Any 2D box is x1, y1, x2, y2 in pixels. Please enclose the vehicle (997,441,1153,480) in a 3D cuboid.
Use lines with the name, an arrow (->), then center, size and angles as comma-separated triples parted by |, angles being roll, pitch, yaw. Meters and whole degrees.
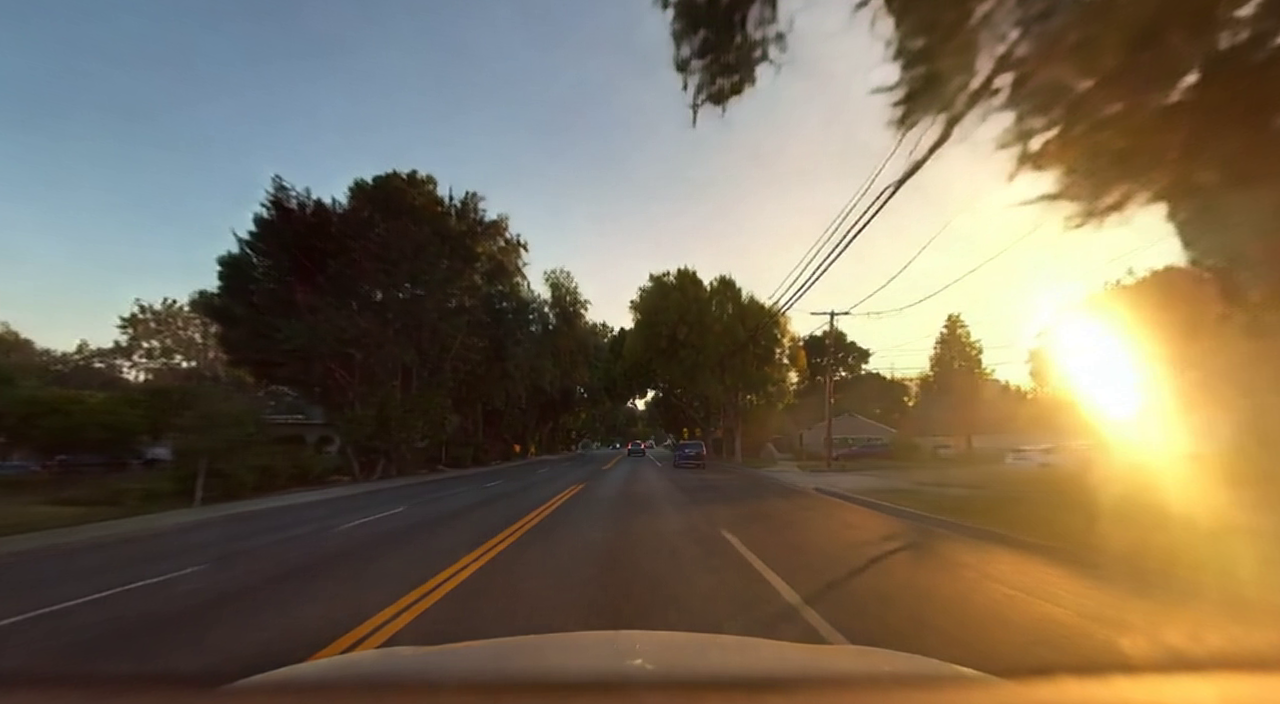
vehicle -> 17.023, 4.270, 24.798 | 4.672, 1.463, 1.863 | 0, -9, 2

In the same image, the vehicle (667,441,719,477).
vehicle -> 2.335, 4.837, 28.651 | 1.975, 1.497, 3.647 | 0, -9, -1

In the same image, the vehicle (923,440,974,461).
vehicle -> 22.295, 7.138, 45.614 | 1.851, 1.458, 3.709 | 0, -9, 1
